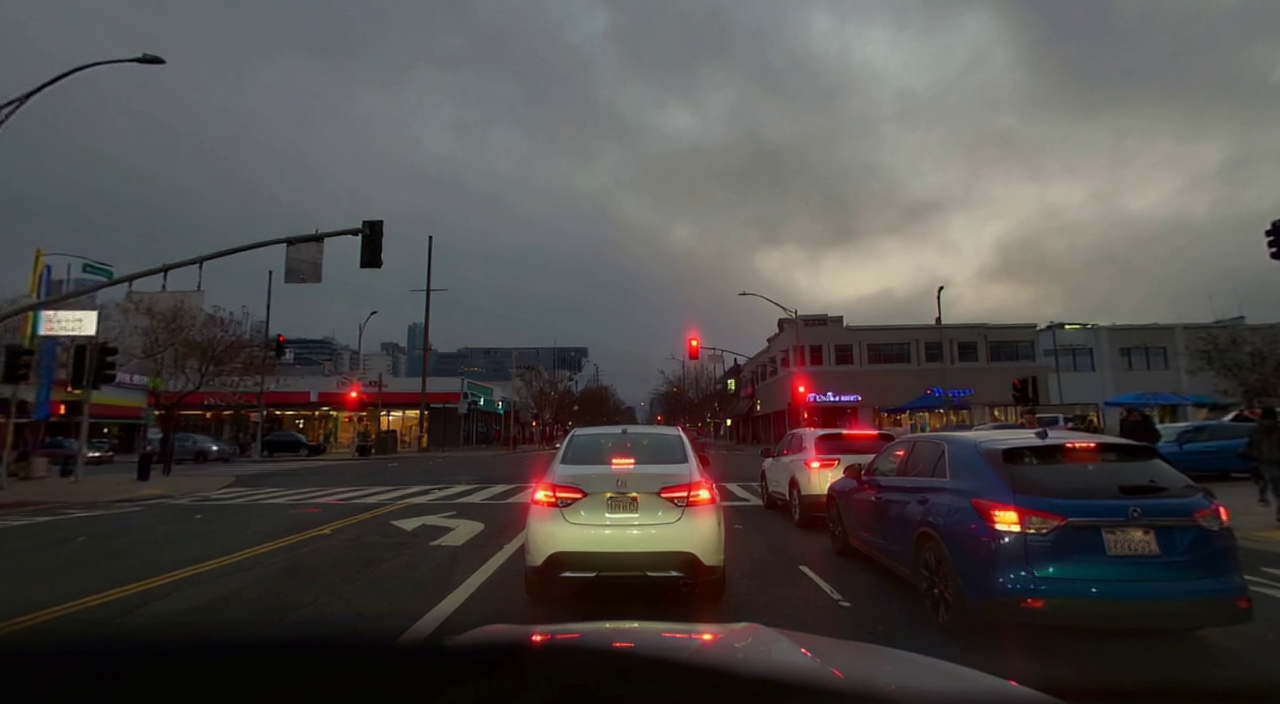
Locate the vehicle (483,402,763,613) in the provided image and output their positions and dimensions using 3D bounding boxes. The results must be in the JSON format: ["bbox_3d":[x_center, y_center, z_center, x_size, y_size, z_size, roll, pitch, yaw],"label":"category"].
[{"bbox_3d":[-0.124,1.533,7.233,2.123,1.589,4.702,0,-8,0],"label":"vehicle"}]

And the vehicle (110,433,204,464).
[{"bbox_3d":[-26.268,5.248,34.382,4.253,1.570,2.132,-4,-9,23],"label":"vehicle"}]

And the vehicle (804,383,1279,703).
[{"bbox_3d":[3.039,1.306,5.441,1.983,1.654,4.354,0,-8,-1],"label":"vehicle"}]
